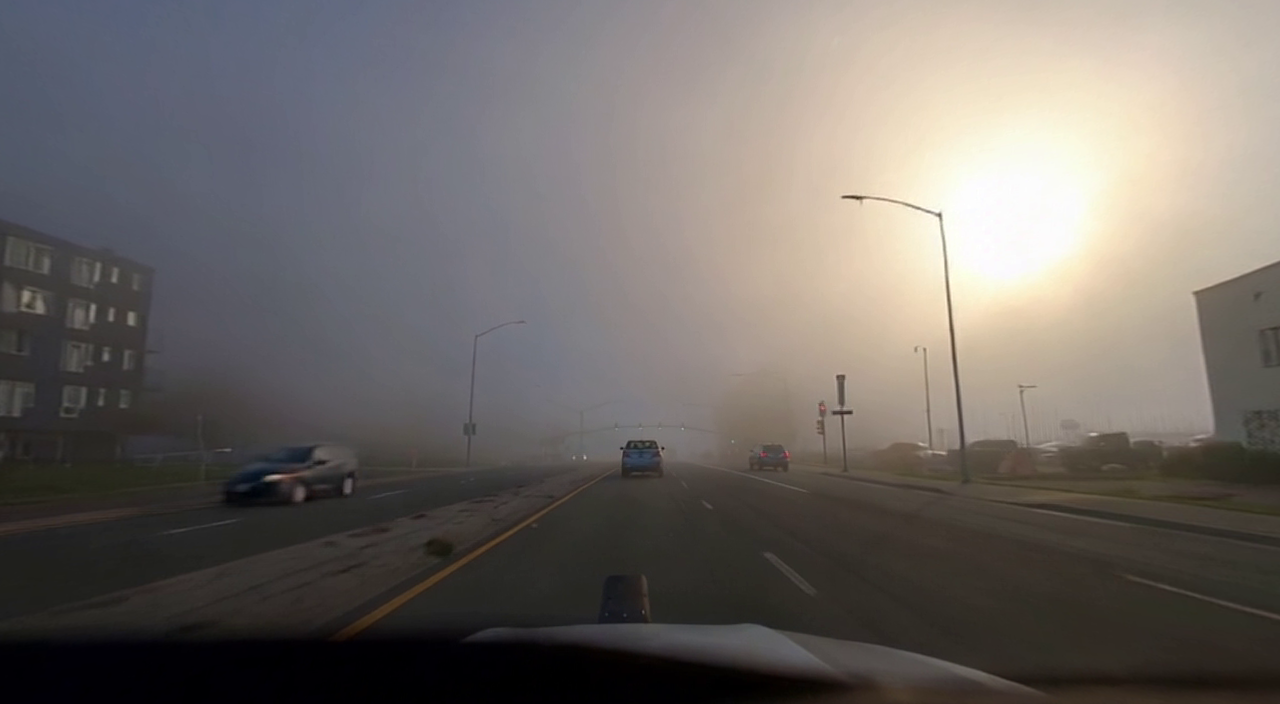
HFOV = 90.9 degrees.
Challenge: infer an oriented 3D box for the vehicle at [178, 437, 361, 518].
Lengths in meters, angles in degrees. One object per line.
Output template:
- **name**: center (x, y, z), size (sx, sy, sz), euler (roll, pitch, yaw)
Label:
- **vehicle**: center (-9.259, 3.129, 16.312), size (1.979, 1.794, 4.264), euler (-1, -8, 2)

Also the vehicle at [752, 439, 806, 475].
- **vehicle**: center (7.222, 5.488, 33.271), size (1.952, 1.749, 4.311), euler (0, -8, 1)

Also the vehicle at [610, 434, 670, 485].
- **vehicle**: center (0.035, 4.214, 25.058), size (2.160, 1.786, 4.702), euler (0, -8, 1)
